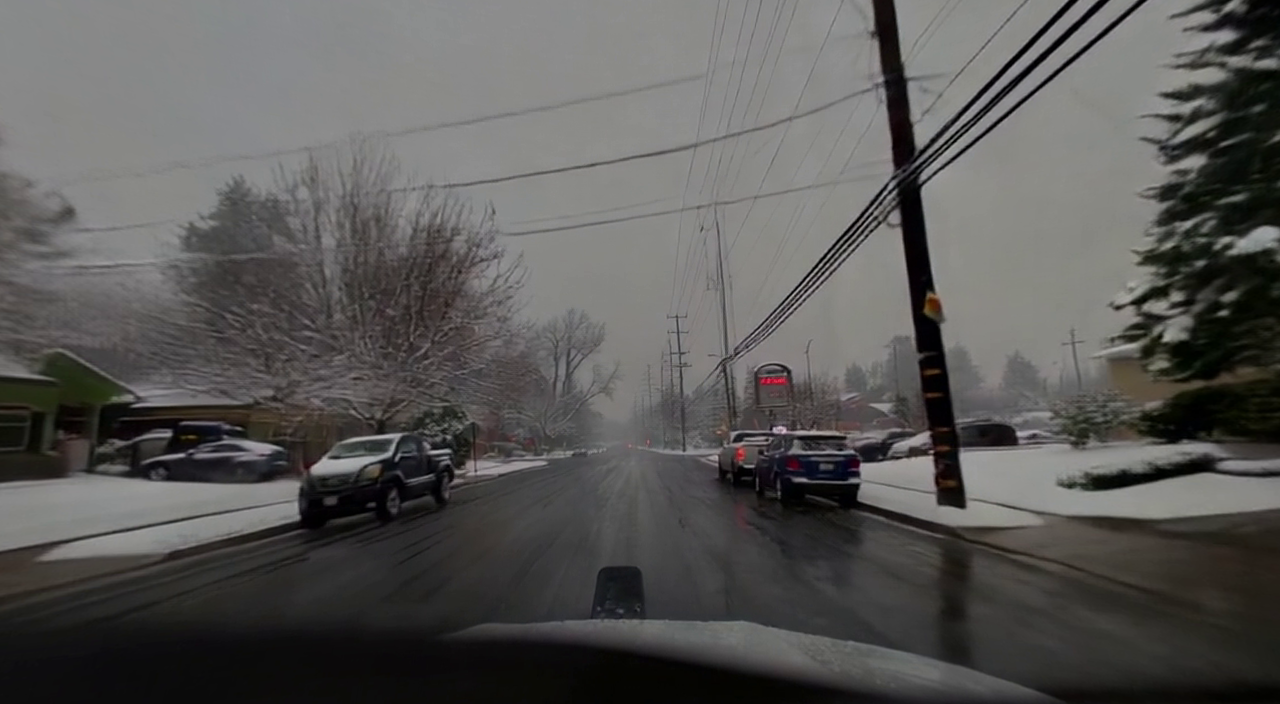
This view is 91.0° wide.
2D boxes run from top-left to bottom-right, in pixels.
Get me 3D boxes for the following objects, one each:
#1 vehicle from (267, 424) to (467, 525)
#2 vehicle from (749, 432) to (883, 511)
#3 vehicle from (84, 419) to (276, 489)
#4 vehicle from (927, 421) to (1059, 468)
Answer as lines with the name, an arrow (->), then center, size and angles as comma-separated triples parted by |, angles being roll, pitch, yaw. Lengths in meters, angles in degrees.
vehicle -> -6.040, 2.770, 14.983 | 2.322, 1.913, 5.582 | 0, -8, -1
vehicle -> 3.880, 2.693, 14.652 | 1.848, 1.550, 4.054 | 0, -8, -1
vehicle -> -18.027, 4.018, 25.009 | 5.548, 2.609, 2.235 | 1, -9, -8
vehicle -> 15.370, 4.050, 27.633 | 4.514, 1.921, 2.038 | -1, -8, 2
